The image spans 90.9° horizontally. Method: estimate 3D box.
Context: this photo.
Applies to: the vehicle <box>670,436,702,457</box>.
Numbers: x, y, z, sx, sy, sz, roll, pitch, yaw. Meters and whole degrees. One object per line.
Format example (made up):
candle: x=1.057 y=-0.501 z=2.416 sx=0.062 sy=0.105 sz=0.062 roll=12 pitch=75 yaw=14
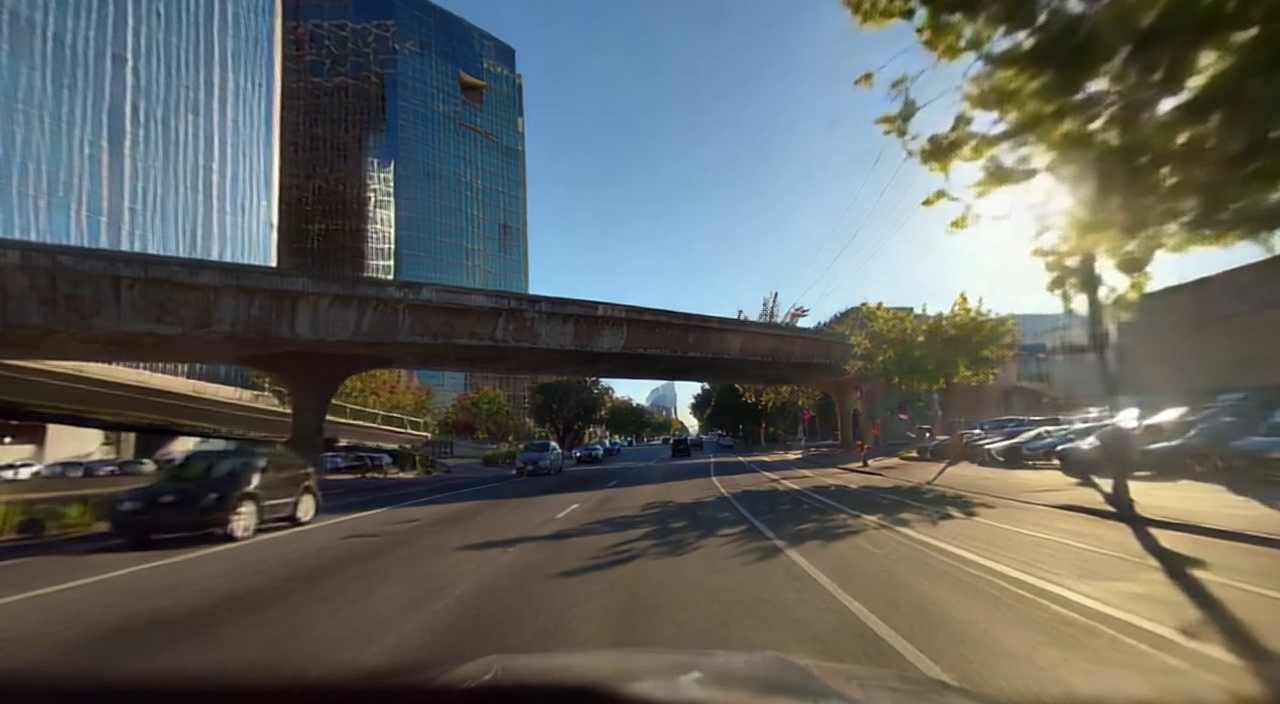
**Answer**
vehicle: x=3.514 y=7.100 z=47.539 sx=2.280 sy=1.475 sz=4.051 roll=-1 pitch=-8 yaw=6
